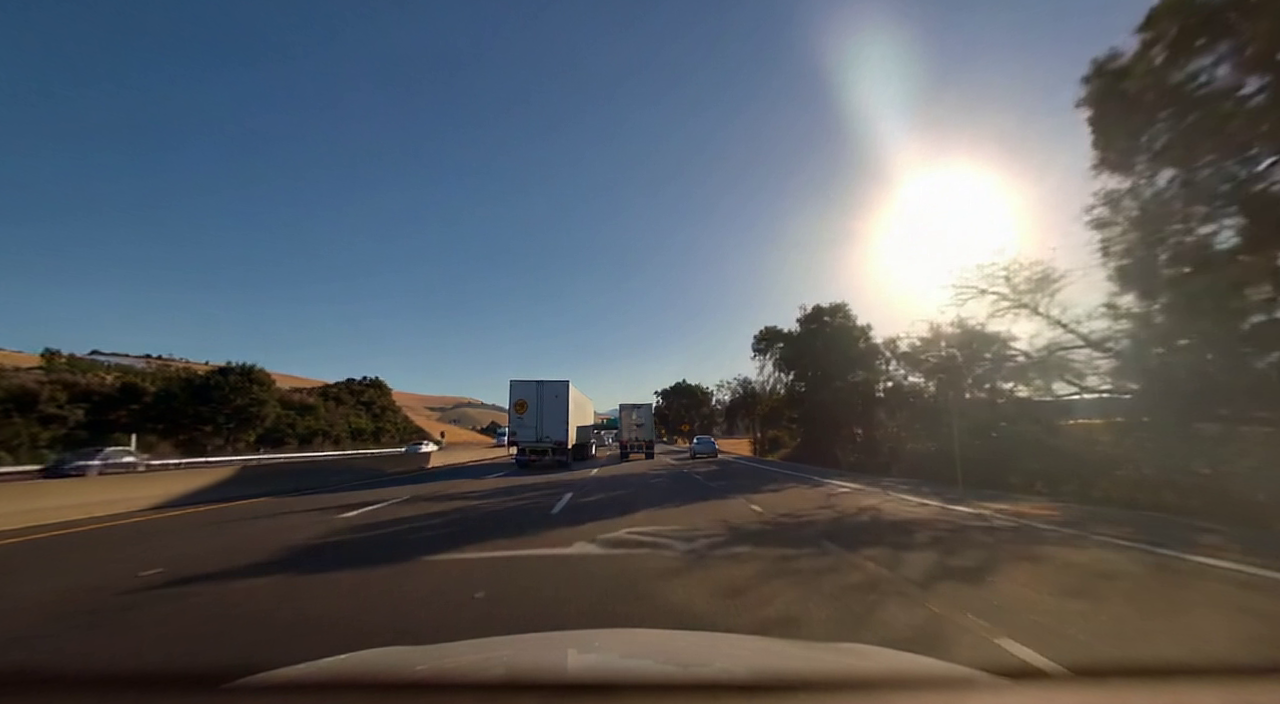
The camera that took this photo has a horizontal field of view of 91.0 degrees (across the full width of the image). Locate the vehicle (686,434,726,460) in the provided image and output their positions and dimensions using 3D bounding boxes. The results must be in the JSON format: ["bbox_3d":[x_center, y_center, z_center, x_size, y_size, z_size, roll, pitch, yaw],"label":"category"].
[{"bbox_3d":[3.933,5.672,37.815,1.891,1.477,3.599,0,-8,-2],"label":"vehicle"}]

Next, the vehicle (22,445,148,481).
[{"bbox_3d":[-25.824,5.156,29.554,1.865,1.513,4.480,0,-8,-1],"label":"vehicle"}]

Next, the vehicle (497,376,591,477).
[{"bbox_3d":[-3.528,3.021,24.904,2.728,3.405,7.096,0,-8,-1],"label":"vehicle"}]
